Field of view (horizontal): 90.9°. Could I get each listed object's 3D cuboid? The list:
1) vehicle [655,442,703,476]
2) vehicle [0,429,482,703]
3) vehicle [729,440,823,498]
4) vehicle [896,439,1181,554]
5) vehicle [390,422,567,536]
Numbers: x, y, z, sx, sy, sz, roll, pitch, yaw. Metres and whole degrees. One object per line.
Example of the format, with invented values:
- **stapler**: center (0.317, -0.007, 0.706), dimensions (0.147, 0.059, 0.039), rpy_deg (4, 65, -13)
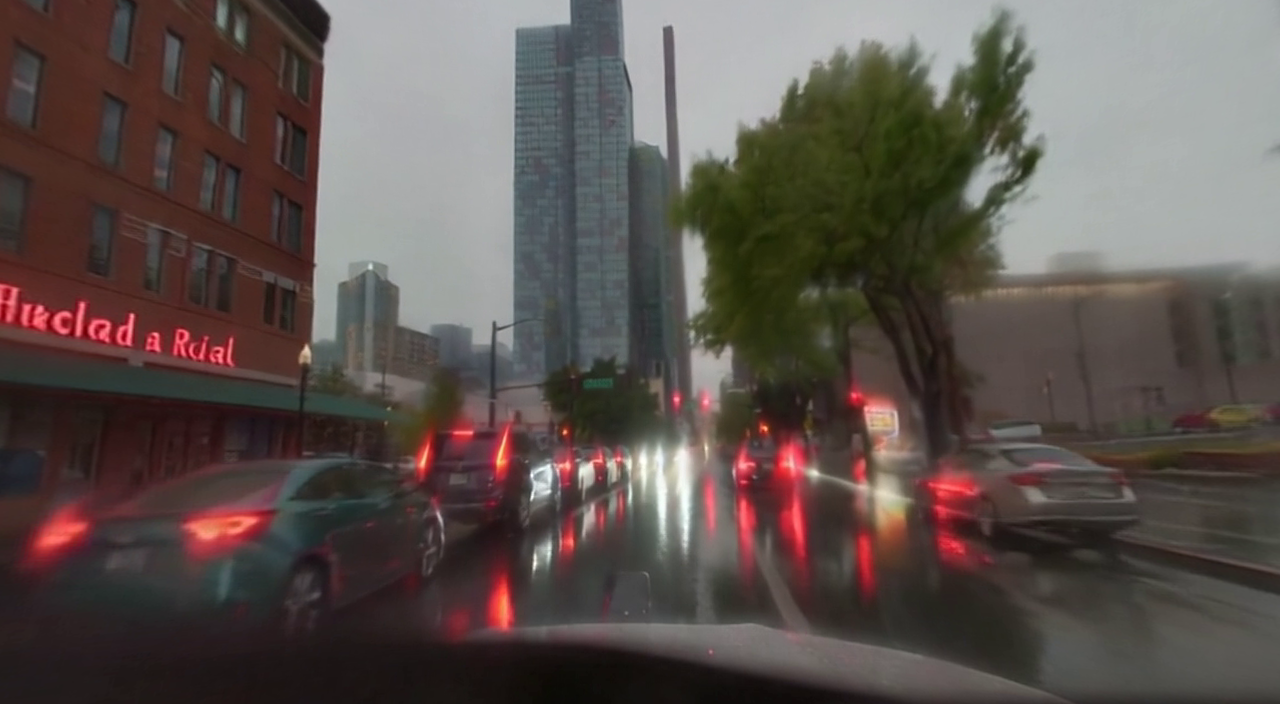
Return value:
- **vehicle**: center (1.909, 5.062, 30.087), dimensions (2.102, 1.521, 4.078), rpy_deg (-1, -8, 5)
- **vehicle**: center (-3.106, 1.513, 5.721), dimensions (2.214, 1.496, 4.648), rpy_deg (0, -8, -1)
- **vehicle**: center (3.823, 3.341, 18.499), dimensions (2.150, 1.464, 4.467), rpy_deg (-1, -8, 5)
- **vehicle**: center (6.039, 2.186, 10.403), dimensions (1.956, 1.446, 4.537), rpy_deg (-1, -8, 4)
- **vehicle**: center (-2.867, 2.362, 12.367), dimensions (2.043, 1.819, 4.294), rpy_deg (-1, -8, 4)
